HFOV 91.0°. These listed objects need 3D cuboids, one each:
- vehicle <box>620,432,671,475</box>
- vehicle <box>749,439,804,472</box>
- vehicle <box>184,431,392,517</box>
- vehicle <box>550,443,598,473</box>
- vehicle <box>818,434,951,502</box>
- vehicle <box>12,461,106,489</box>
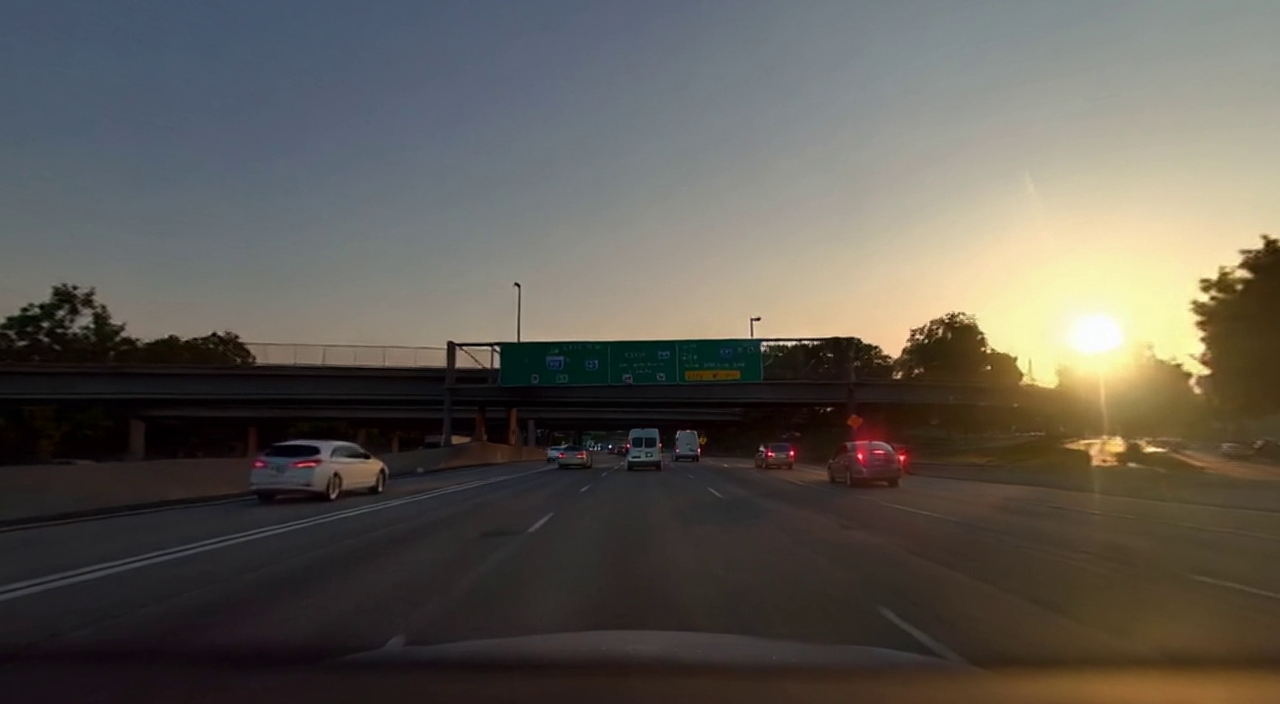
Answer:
[{"bbox_3d":[0.286,5.313,33.162,2.509,2.062,4.639,0,-9,0],"label":"vehicle"},{"bbox_3d":[7.999,6.090,37.381,2.147,1.808,5.243,0,-9,0],"label":"vehicle"},{"bbox_3d":[-7.667,2.684,14.415,2.108,1.619,4.548,0,-9,0],"label":"vehicle"},{"bbox_3d":[-3.671,6.008,35.921,2.173,1.542,4.781,0,-9,1],"label":"vehicle"},{"bbox_3d":[6.786,3.253,18.127,2.146,1.678,4.489,0,-9,2],"label":"vehicle"},{"bbox_3d":[-33.497,7.074,36.452,1.689,1.459,3.831,0,-9,1],"label":"vehicle"}]
